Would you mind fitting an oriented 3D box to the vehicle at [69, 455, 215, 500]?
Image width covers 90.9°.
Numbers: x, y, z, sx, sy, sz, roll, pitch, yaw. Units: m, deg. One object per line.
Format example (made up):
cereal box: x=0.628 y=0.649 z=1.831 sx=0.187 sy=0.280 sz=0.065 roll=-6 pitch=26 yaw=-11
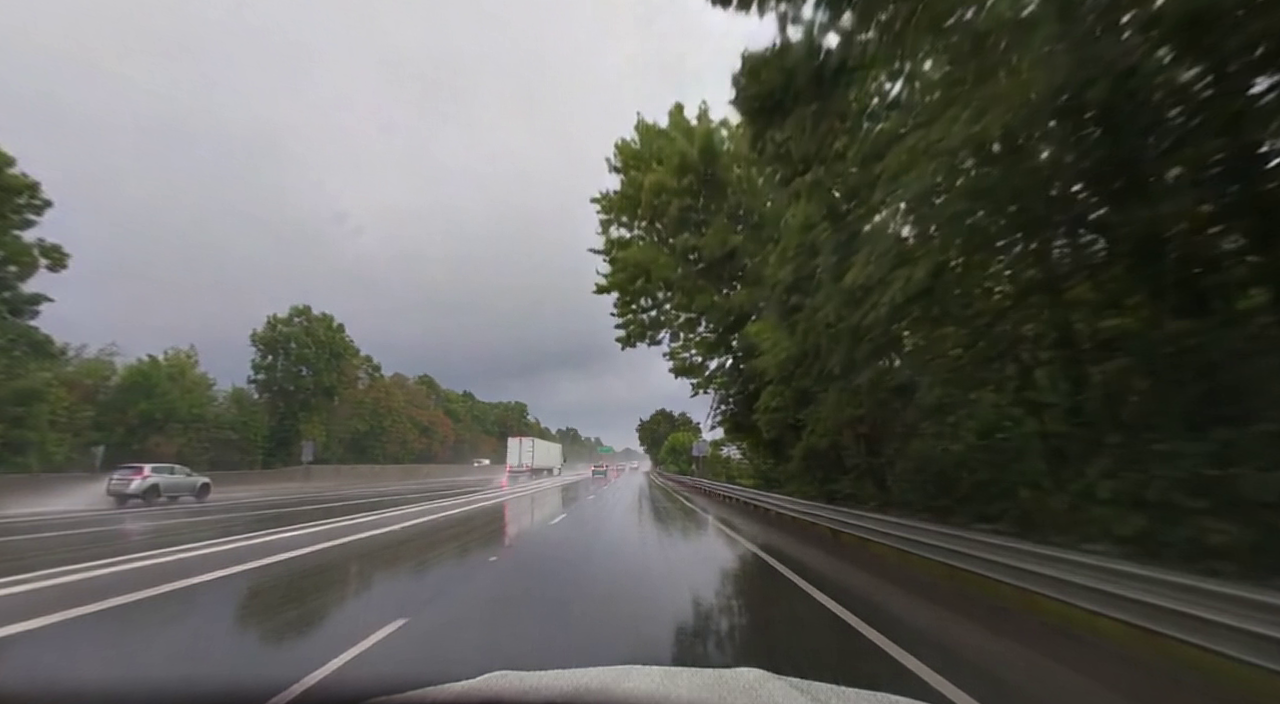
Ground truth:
vehicle: x=-18.050 y=4.571 z=23.145 sx=1.745 sy=1.430 sz=4.252 roll=0 pitch=-10 yaw=2
